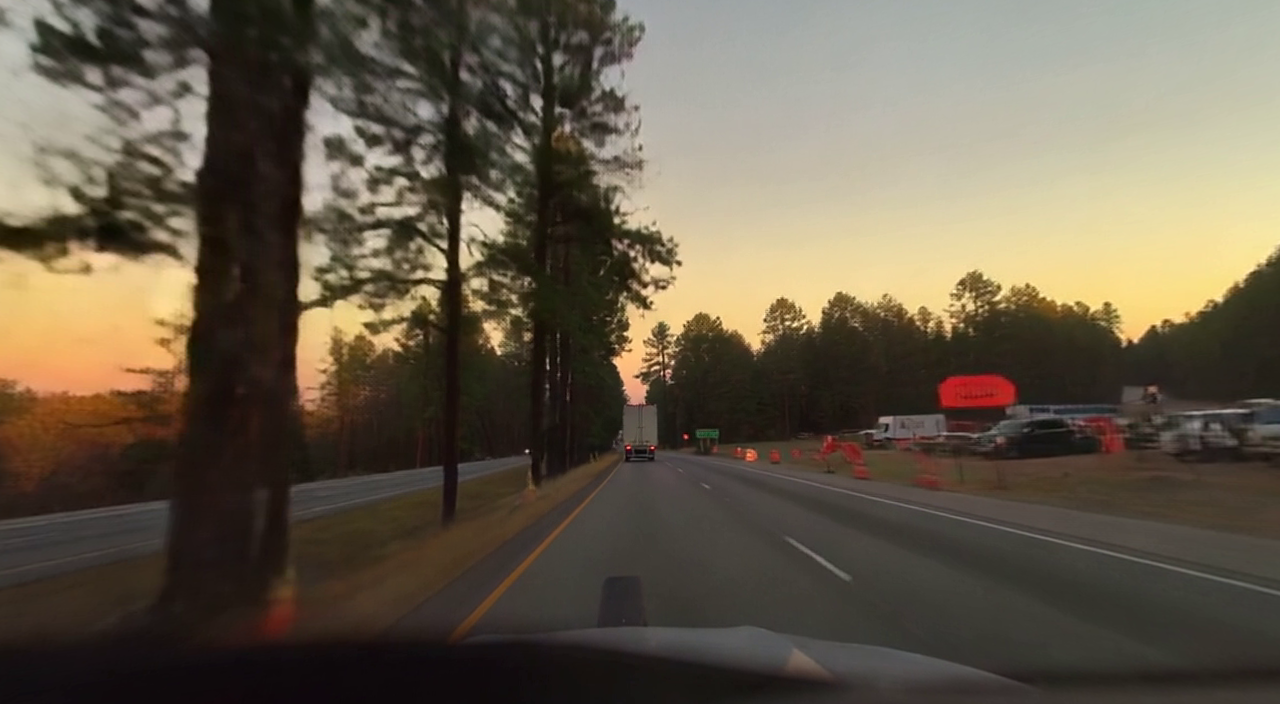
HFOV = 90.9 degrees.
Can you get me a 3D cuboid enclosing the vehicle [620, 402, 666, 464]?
[{"bbox_3d":[0.035,6.092,46.809,2.935,4.068,11.036,0,-8,-2],"label":"vehicle"}]
